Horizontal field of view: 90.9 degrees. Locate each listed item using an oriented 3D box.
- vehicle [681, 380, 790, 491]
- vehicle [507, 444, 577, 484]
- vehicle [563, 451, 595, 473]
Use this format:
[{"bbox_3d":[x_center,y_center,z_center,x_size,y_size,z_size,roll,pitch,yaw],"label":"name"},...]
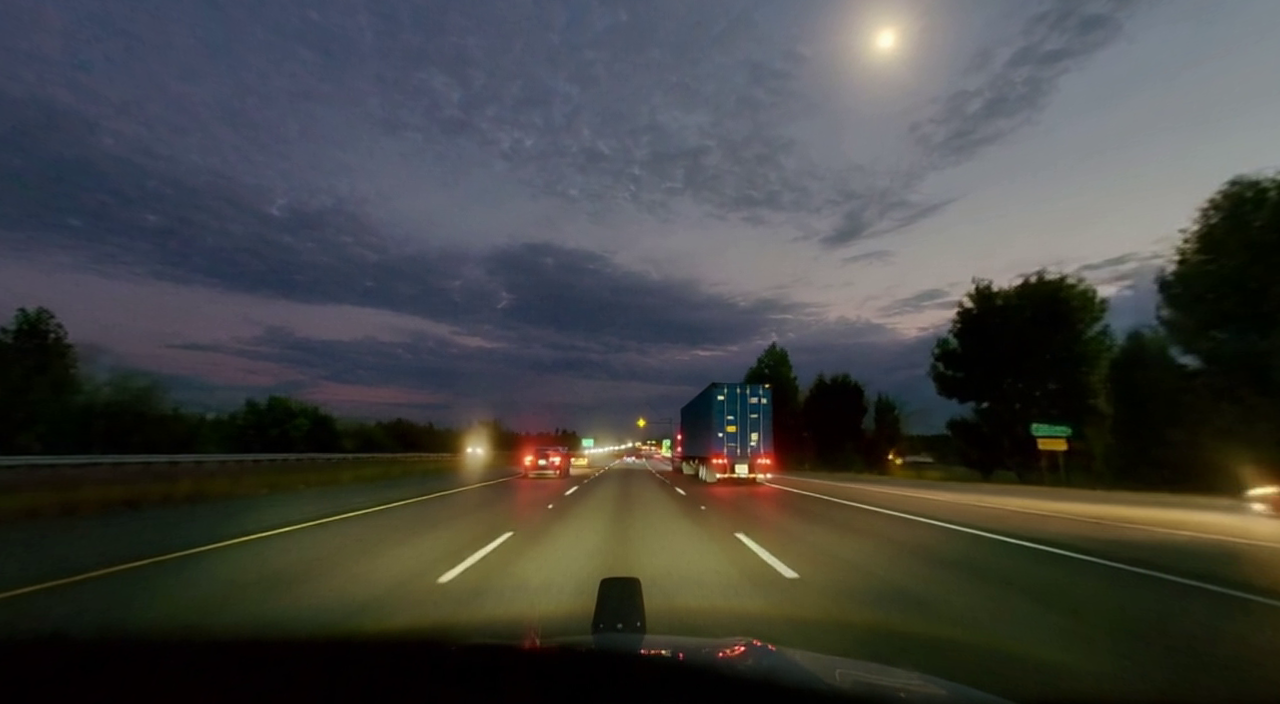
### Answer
[{"bbox_3d":[3.922,4.063,29.702,2.821,4.046,12.876,0,-9,-1],"label":"vehicle"},{"bbox_3d":[-4.364,5.096,29.019,2.370,1.647,5.091,0,-9,0],"label":"vehicle"},{"bbox_3d":[-4.520,8.175,47.071,2.063,1.532,3.763,0,-9,-1],"label":"vehicle"}]
